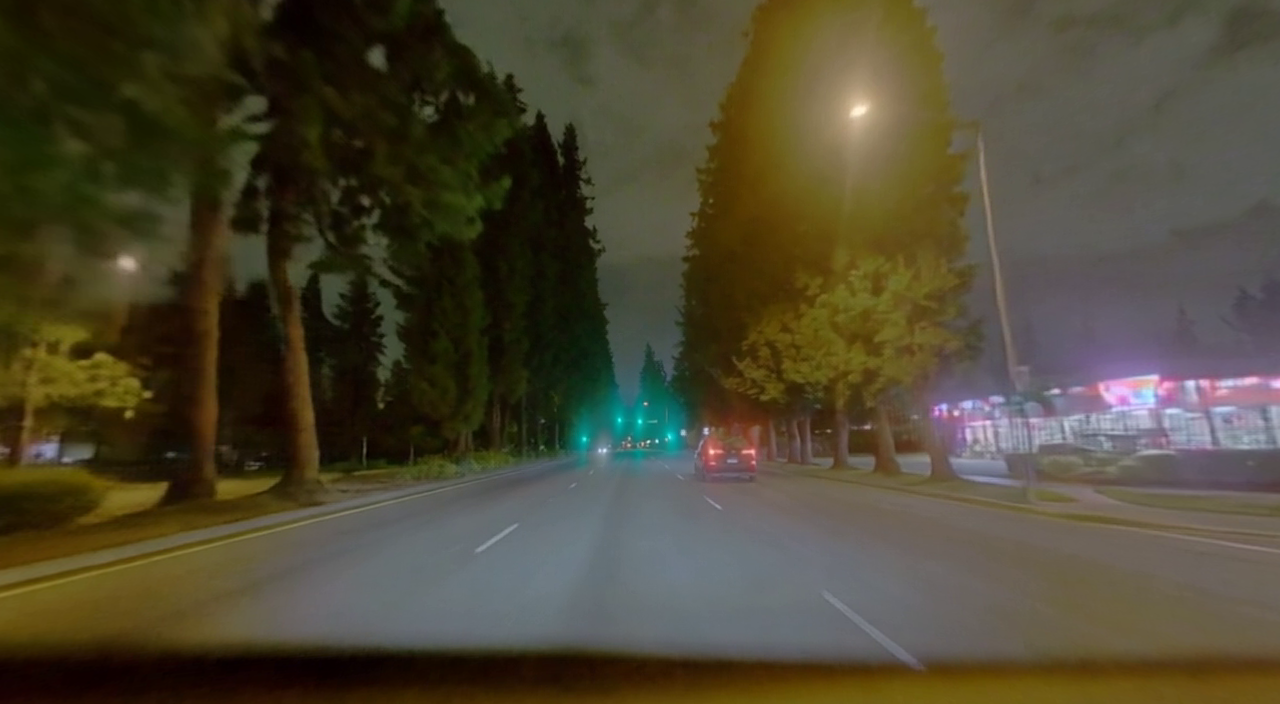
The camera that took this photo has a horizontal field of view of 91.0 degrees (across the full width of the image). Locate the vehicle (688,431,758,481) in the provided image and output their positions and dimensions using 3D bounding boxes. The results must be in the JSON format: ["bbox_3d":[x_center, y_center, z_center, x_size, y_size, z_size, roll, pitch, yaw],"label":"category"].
[{"bbox_3d":[3.148,4.056,24.856,2.083,1.743,4.354,1,-8,-1],"label":"vehicle"}]
